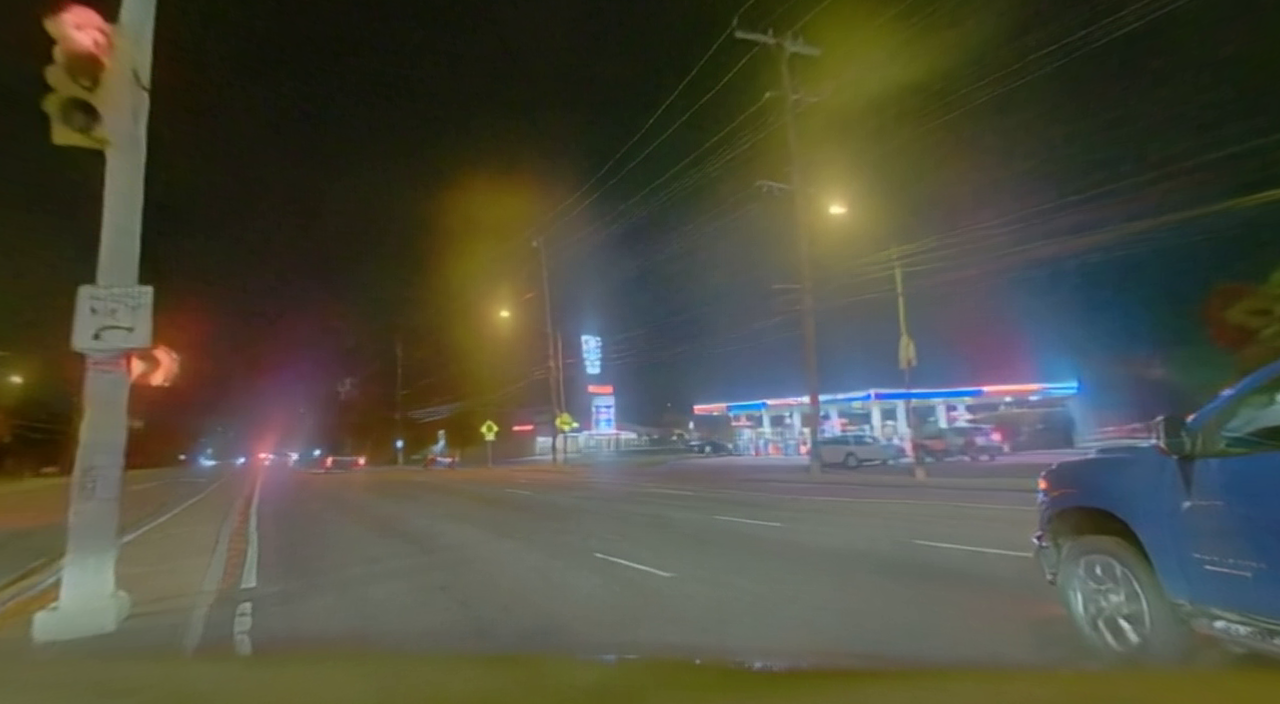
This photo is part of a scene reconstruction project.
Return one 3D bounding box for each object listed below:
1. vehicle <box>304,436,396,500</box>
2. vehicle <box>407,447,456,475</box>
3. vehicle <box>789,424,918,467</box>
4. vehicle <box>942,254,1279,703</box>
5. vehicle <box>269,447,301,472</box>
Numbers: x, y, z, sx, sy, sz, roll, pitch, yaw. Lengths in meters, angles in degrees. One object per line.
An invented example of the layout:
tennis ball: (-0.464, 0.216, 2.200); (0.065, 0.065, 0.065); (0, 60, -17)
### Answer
vehicle: (-9.926, 3.814, 21.338); (2.141, 1.842, 4.889); (4, -9, -32)
vehicle: (-12.193, 6.275, 36.699); (1.760, 1.481, 4.161); (4, -9, -31)
vehicle: (8.644, 3.752, 25.574); (4.661, 1.480, 1.913); (0, -8, -19)
vehicle: (3.257, 0.490, 1.558); (2.036, 1.818, 5.192); (0, -8, -6)
vehicle: (-26.491, 7.983, 46.946); (1.921, 1.725, 4.498); (4, -9, -30)
